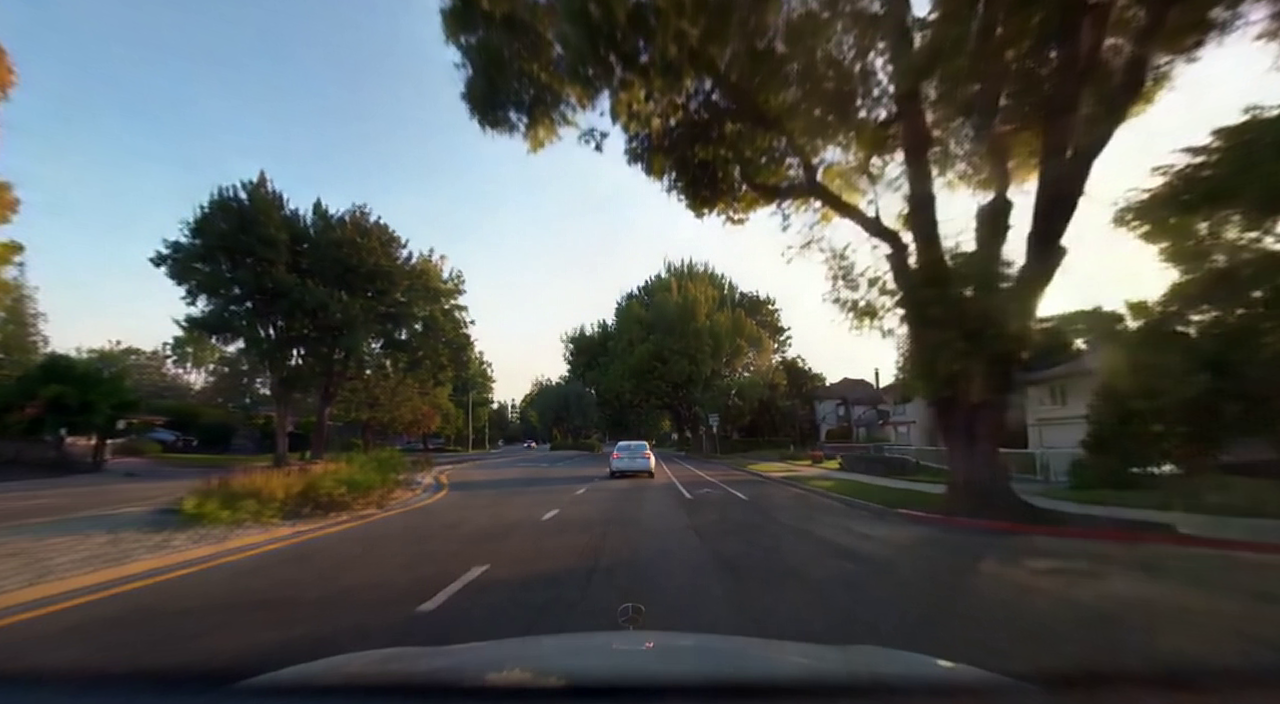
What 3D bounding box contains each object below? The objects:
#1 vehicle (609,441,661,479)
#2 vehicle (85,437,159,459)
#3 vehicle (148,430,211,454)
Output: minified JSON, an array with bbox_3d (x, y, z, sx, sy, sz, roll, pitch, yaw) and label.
[{"bbox_3d":[-0.178,4.495,26.600,2.009,1.456,4.003,0,-8,1],"label":"vehicle"},{"bbox_3d":[-35.077,6.506,42.702,3.471,1.391,1.625,0,-8,-1],"label":"vehicle"},{"bbox_3d":[-35.144,6.845,48.156,3.451,1.541,1.784,3,-7,7],"label":"vehicle"}]
